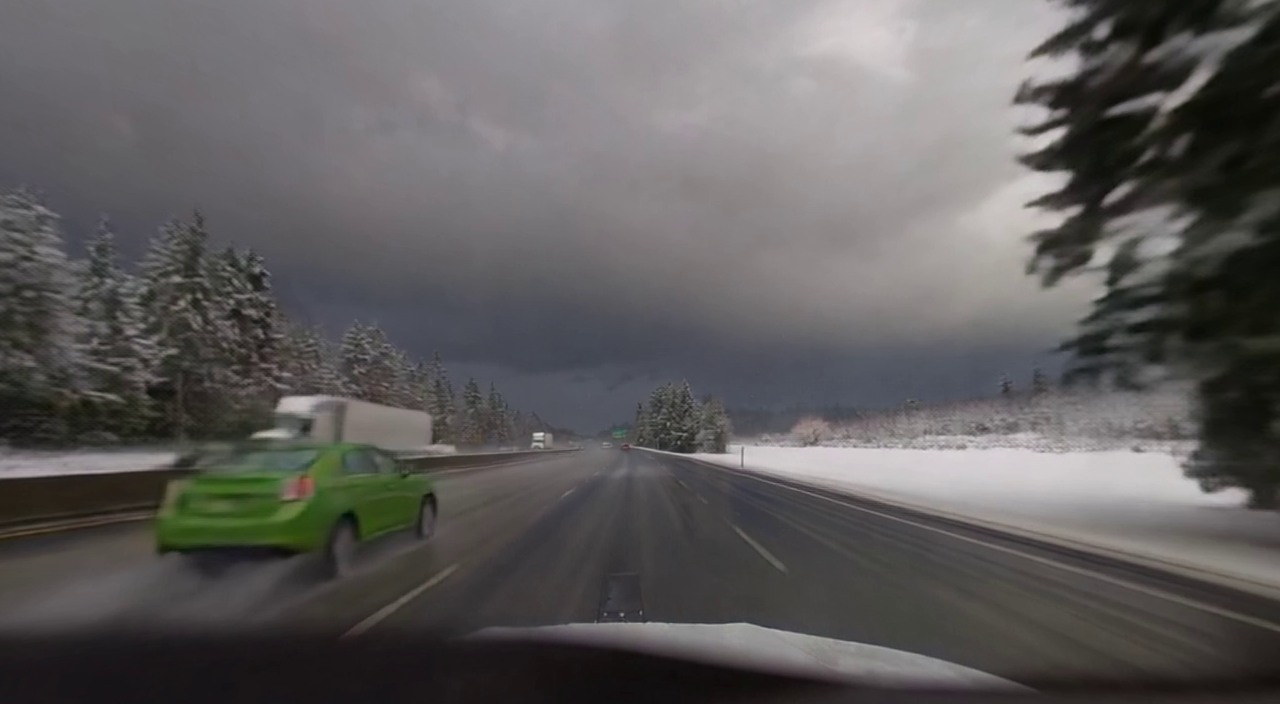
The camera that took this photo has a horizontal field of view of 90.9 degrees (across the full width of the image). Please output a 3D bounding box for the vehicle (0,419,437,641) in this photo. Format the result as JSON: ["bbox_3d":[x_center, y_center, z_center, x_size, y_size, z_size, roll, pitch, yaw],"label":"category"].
[{"bbox_3d":[-4.101,1.640,6.926,2.083,1.560,4.713,0,-9,1],"label":"vehicle"}]
